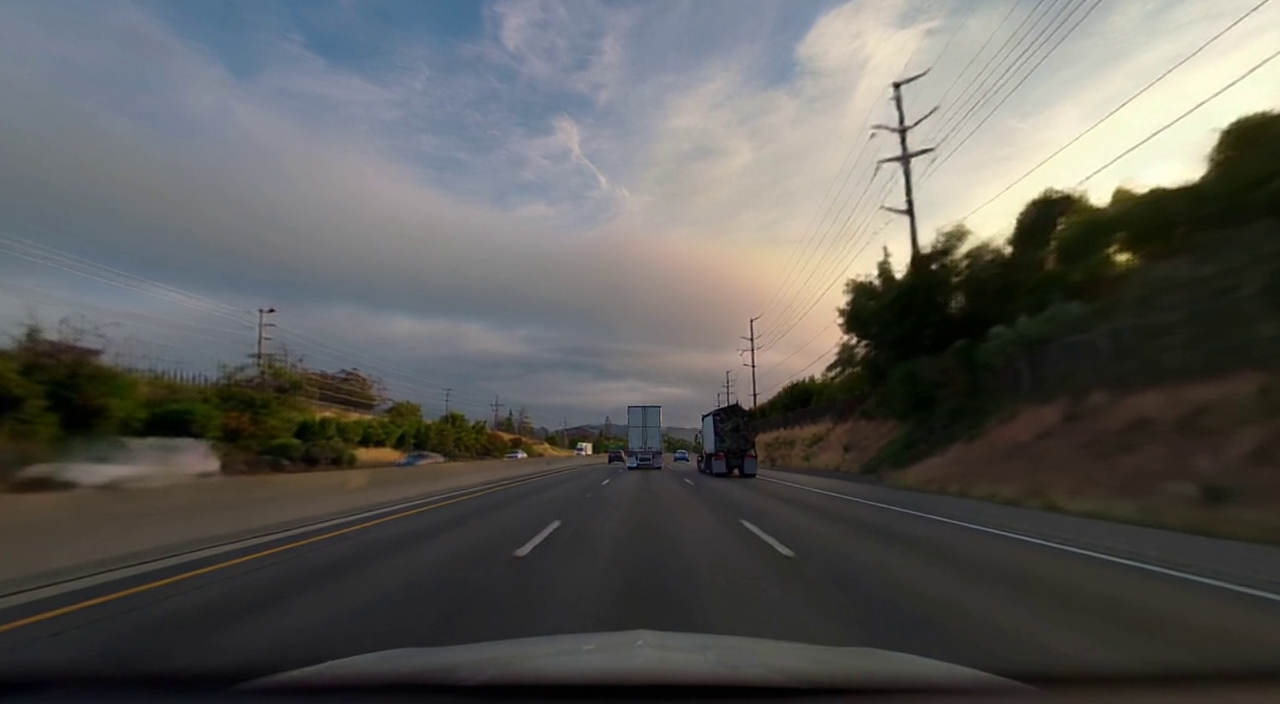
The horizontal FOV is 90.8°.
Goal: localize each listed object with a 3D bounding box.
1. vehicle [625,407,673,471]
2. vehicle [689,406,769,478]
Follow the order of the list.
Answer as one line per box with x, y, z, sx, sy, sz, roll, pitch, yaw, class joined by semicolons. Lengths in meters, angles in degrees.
0.615;6.568;46.715;2.997;4.076;13.224;0;-9;0;vehicle
4.574;4.966;34.365;2.938;3.378;8.820;0;-9;-1;vehicle
